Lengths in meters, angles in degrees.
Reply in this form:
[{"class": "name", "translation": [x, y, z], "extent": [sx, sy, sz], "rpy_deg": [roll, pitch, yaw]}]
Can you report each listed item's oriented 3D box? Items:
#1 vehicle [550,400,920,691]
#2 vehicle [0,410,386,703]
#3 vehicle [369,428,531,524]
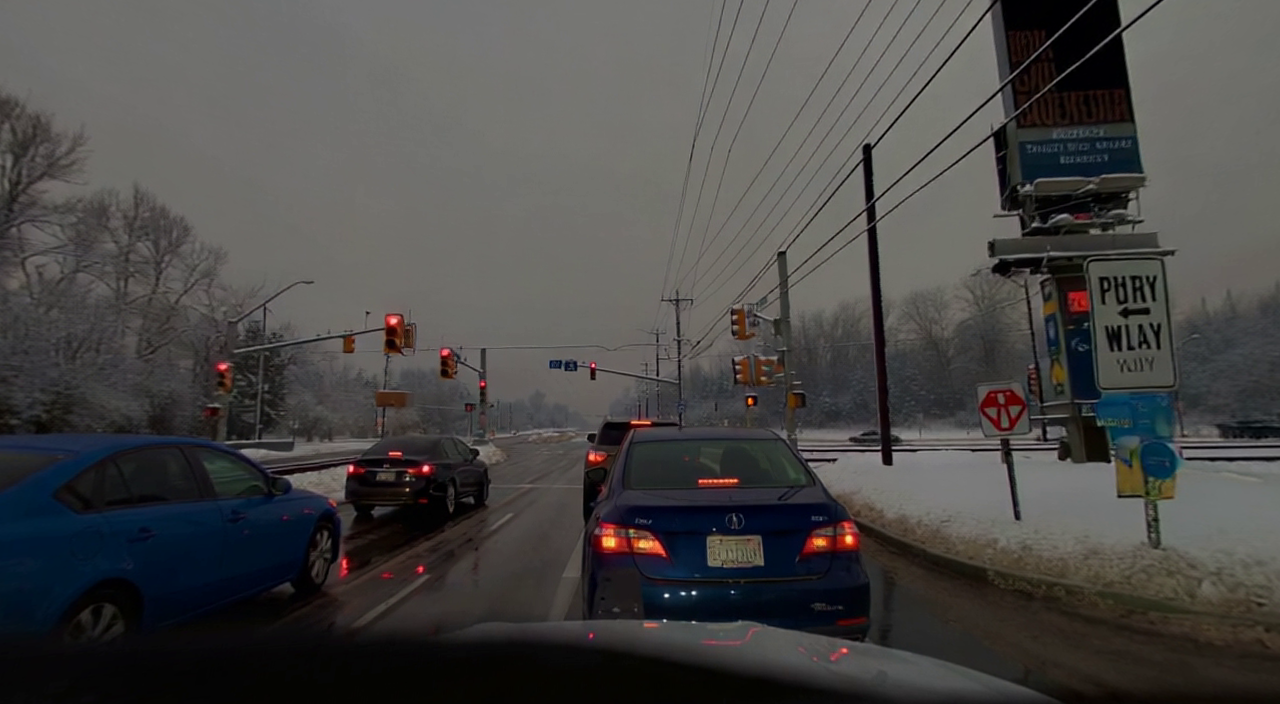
[{"class": "vehicle", "translation": [0.404, 1.327, 5.441], "extent": [1.998, 1.529, 3.960], "rpy_deg": [1, -9, -3]}, {"class": "vehicle", "translation": [-3.709, 1.252, 4.444], "extent": [1.956, 1.468, 4.585], "rpy_deg": [0, -9, 0]}, {"class": "vehicle", "translation": [-3.356, 2.267, 12.072], "extent": [1.984, 1.505, 4.047], "rpy_deg": [0, -9, -2]}]
